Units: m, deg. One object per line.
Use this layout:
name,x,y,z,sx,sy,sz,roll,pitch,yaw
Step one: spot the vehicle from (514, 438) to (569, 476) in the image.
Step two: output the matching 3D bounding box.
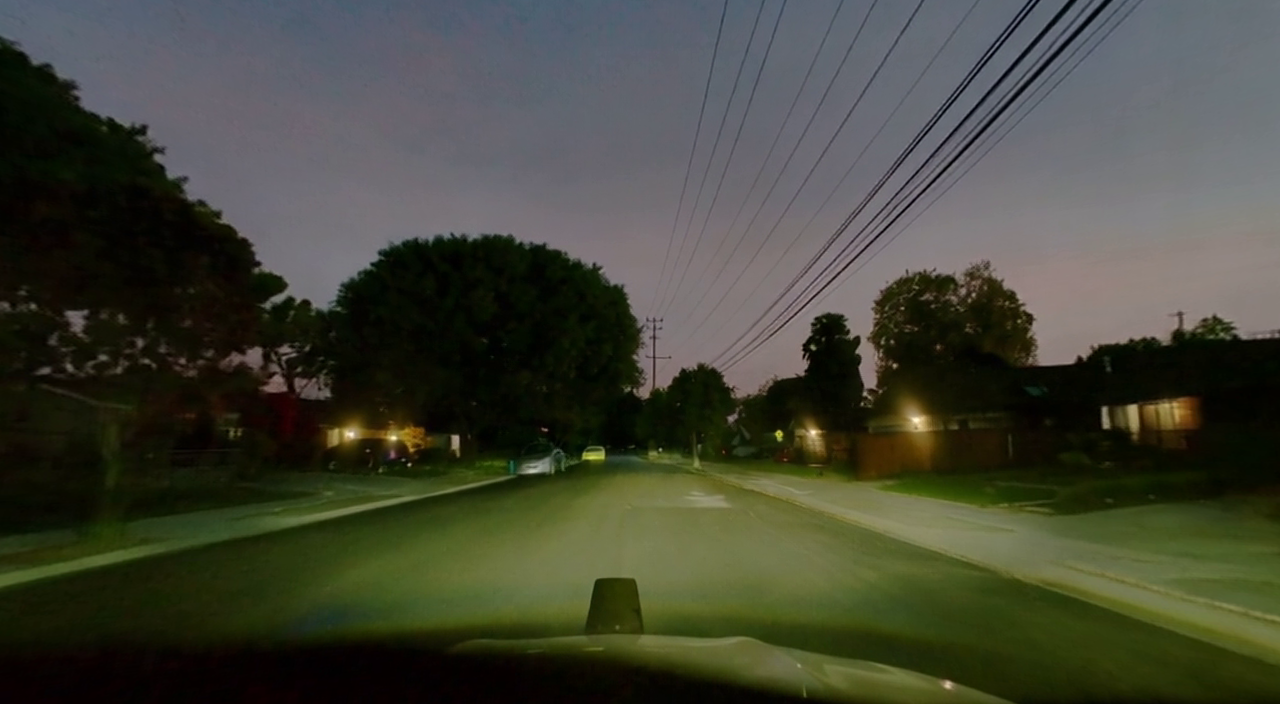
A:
vehicle,-6.258,6.801,40.875,2.739,2.164,6.065,-1,-9,-1

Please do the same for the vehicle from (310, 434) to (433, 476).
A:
vehicle,-13.072,5.039,30.988,5.033,1.997,2.126,0,-9,0
